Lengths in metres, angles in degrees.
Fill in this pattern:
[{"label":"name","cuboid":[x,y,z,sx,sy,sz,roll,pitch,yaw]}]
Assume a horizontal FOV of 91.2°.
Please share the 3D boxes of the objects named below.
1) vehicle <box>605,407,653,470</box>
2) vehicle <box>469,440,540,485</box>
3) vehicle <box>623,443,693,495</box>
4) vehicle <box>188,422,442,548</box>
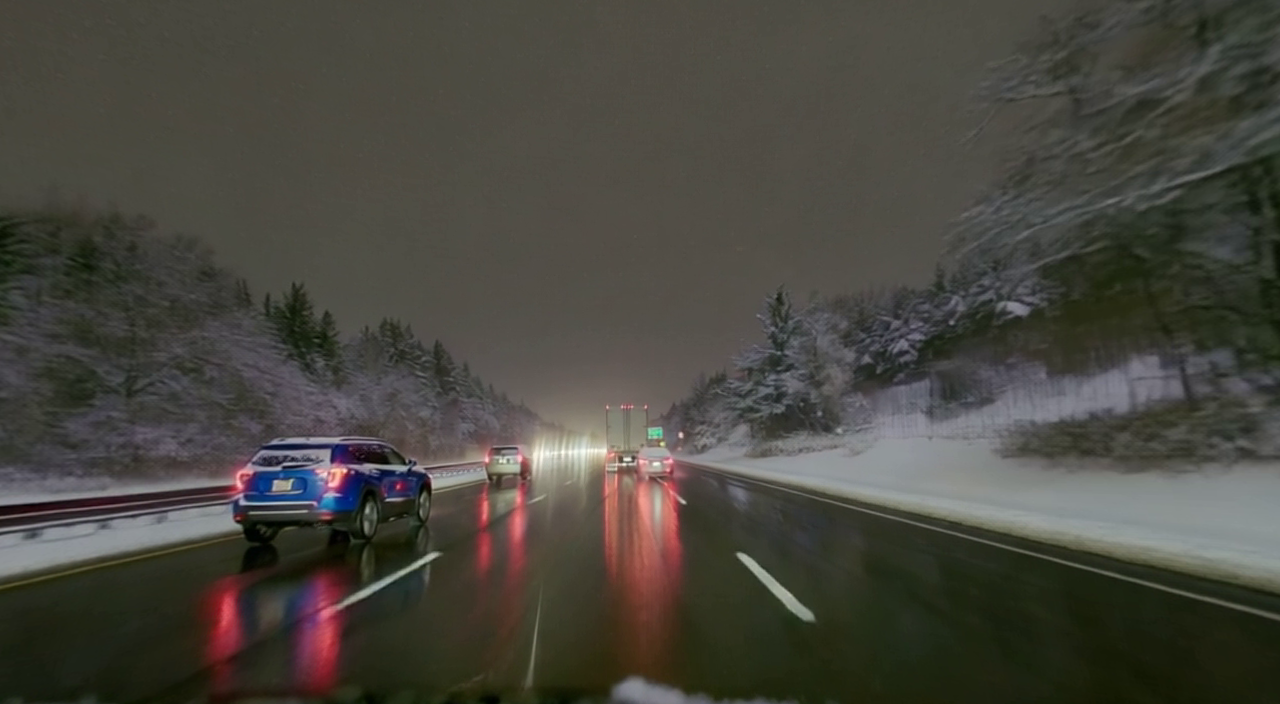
[{"label":"vehicle","cuboid":[-0.934,6.414,45.847,3.113,4.066,10.786,0,-9,-2]},{"label":"vehicle","cuboid":[-5.385,4.432,25.380,2.035,1.664,4.064,0,-9,-1]},{"label":"vehicle","cuboid":[0.477,3.720,20.332,2.026,1.489,4.045,0,-9,-2]},{"label":"vehicle","cuboid":[-5.041,2.117,10.564,2.100,1.671,4.105,0,-9,-1]}]
